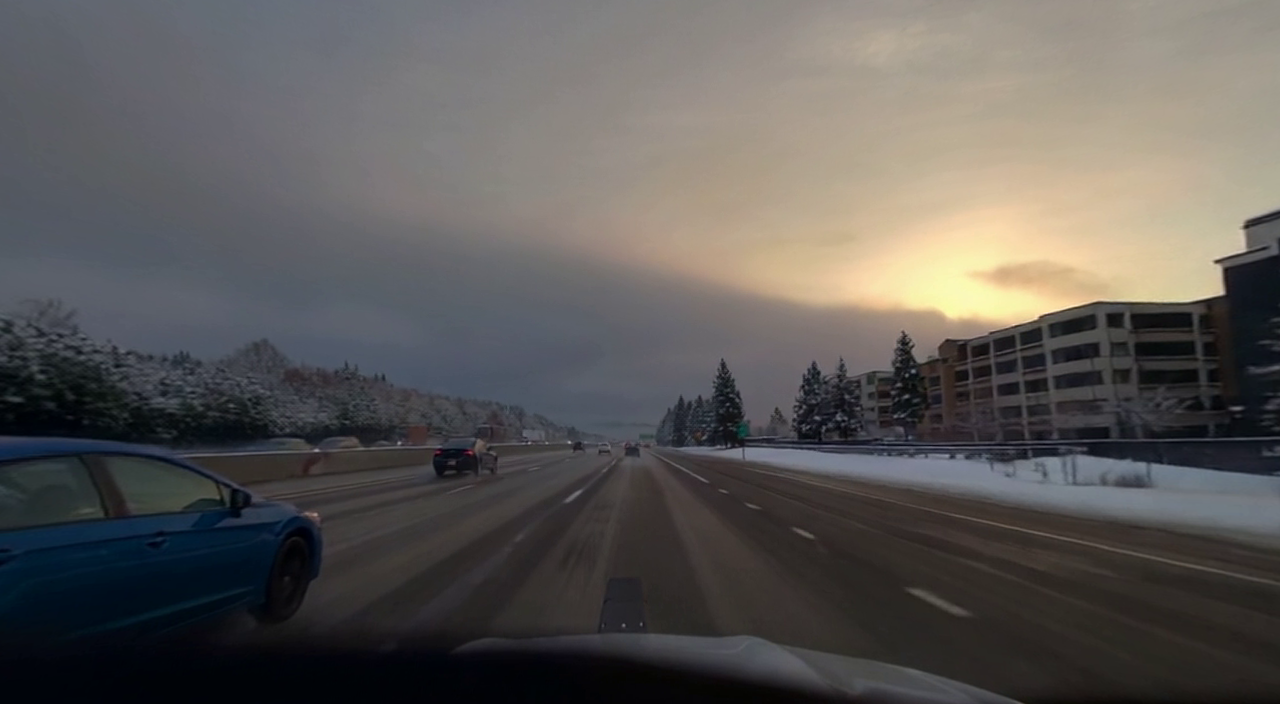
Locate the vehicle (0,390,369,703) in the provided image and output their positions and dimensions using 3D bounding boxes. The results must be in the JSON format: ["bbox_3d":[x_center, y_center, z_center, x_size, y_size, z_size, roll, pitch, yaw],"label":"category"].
[{"bbox_3d":[-3.626,1.065,3.309,2.144,1.565,4.951,0,-8,1],"label":"vehicle"}]

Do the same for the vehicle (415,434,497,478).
[{"bbox_3d":[-7.718,4.402,26.948,2.118,1.675,4.395,0,-8,1],"label":"vehicle"}]
